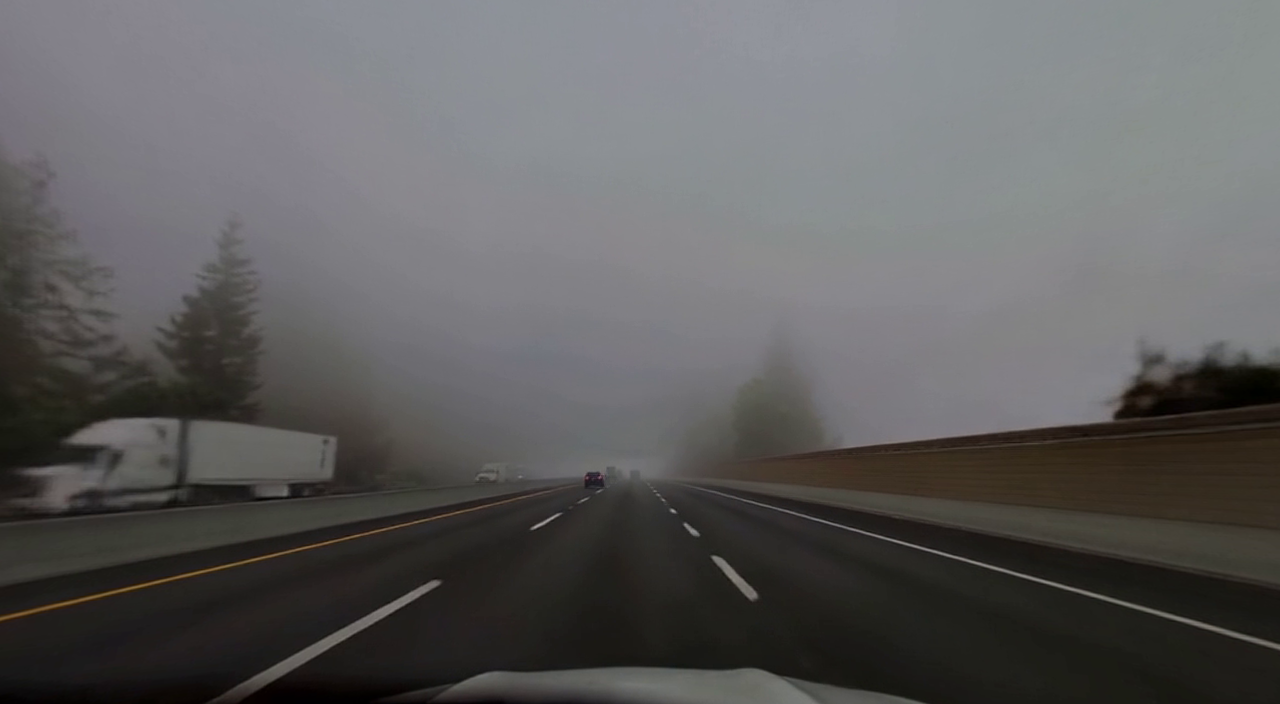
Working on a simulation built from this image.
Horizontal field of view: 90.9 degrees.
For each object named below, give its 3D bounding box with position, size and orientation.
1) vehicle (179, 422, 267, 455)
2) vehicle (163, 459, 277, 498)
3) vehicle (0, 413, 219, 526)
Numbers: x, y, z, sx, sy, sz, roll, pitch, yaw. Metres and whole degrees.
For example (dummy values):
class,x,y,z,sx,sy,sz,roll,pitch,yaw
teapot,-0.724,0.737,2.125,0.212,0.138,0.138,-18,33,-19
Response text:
class,x,y,z,sx,sy,sz,roll,pitch,yaw
vehicle,-21.467,4.547,32.672,1.736,1.491,4.120,-1,-11,0
vehicle,-21.421,6.471,32.503,2.123,1.807,5.559,1,-10,-1
vehicle,-21.404,4.762,25.723,2.975,3.858,7.495,1,-11,0
